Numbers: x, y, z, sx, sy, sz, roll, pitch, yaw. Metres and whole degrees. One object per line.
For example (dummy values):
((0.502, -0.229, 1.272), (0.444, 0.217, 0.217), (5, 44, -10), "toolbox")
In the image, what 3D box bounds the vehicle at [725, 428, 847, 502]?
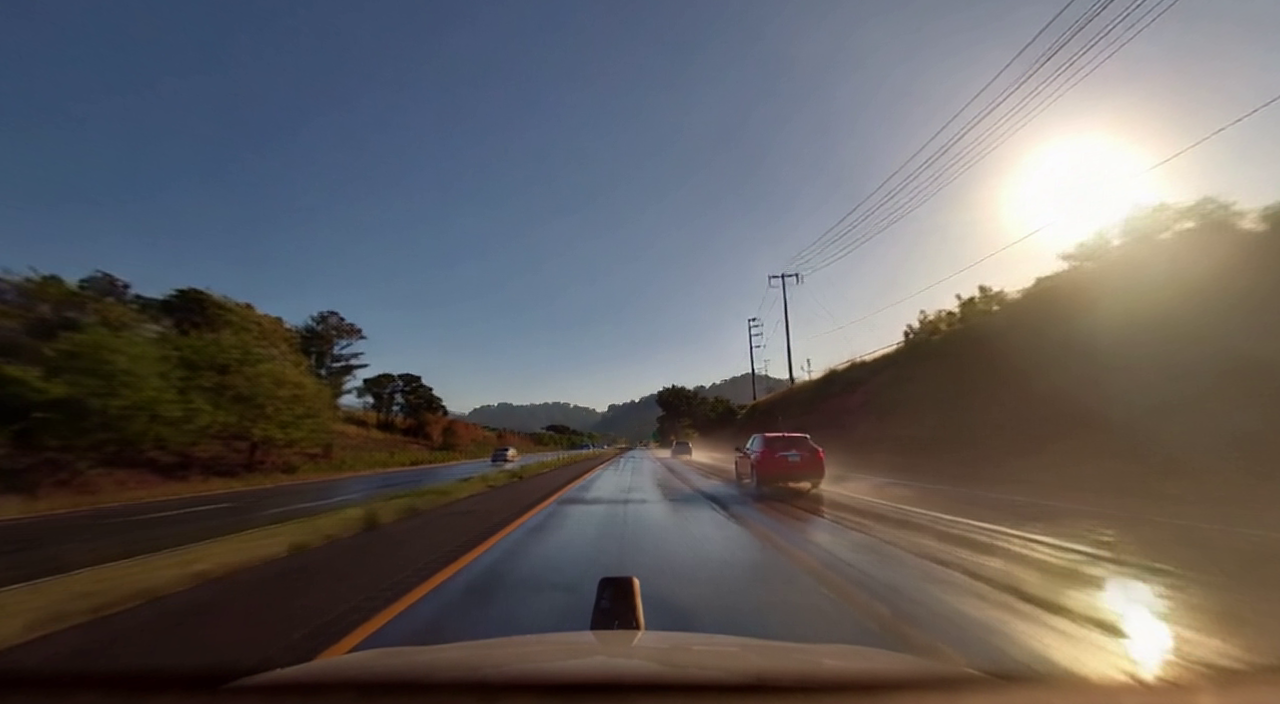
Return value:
((3.523, 2.807, 16.139), (1.977, 1.581, 4.428), (-1, -8, -1), "vehicle")

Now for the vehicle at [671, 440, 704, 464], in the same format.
((3.147, 6.739, 42.709), (1.868, 1.507, 3.833), (-1, -8, -1), "vehicle")
